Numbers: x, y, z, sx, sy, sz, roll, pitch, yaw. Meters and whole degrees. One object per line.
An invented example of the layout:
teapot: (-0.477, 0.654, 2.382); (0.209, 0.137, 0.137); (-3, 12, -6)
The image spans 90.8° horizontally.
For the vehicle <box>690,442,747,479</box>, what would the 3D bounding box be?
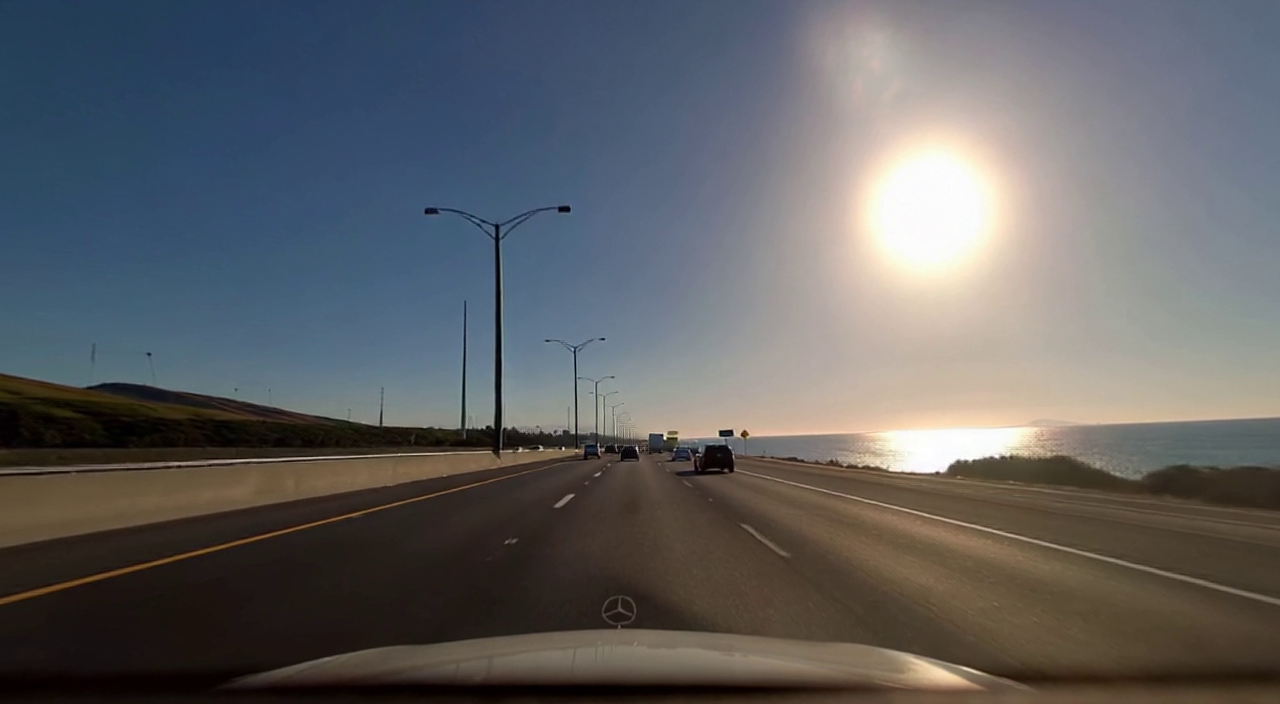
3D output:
vehicle: (3.423, 4.807, 28.323); (1.890, 1.490, 4.373); (0, -8, -1)
